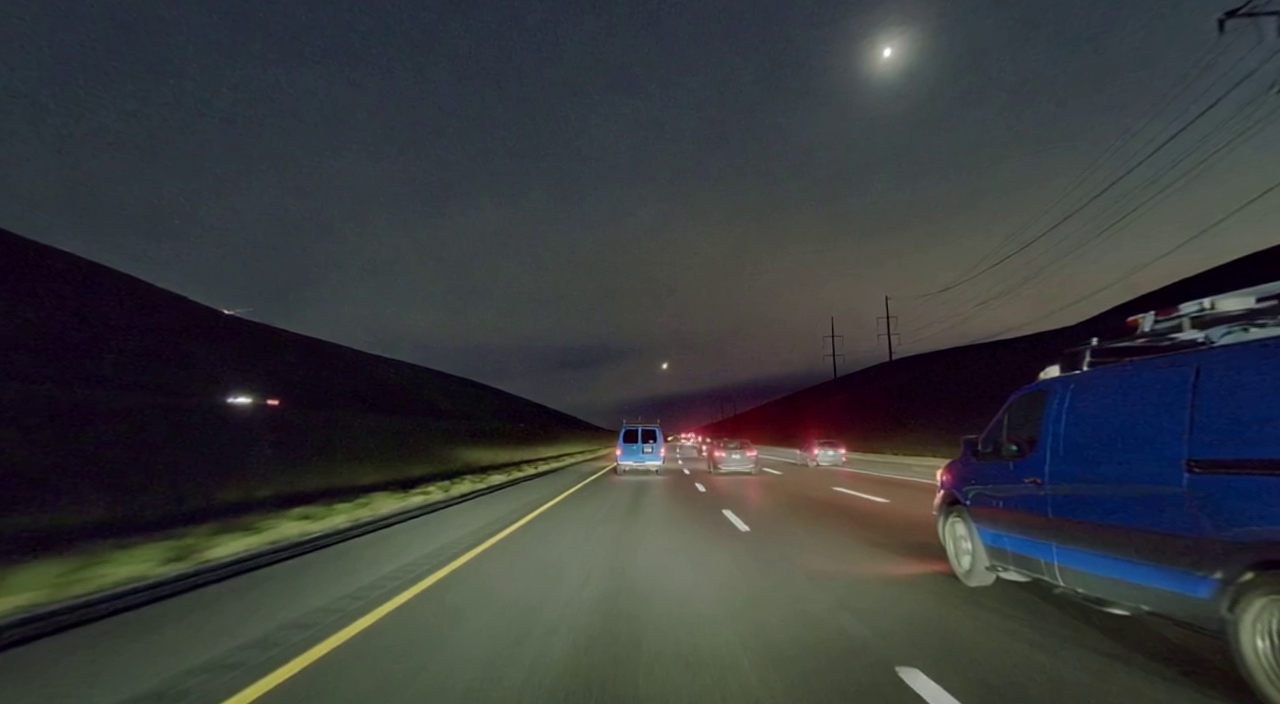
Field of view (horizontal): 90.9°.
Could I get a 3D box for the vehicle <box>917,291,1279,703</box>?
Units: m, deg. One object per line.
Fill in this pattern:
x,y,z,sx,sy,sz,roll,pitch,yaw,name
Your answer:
3.847,0.757,2.699,2.691,1.901,5.744,0,-8,0,vehicle

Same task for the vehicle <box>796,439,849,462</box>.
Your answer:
12.105,6.562,42.157,2.087,1.406,4.875,0,-8,0,vehicle

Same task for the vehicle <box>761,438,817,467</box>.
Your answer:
8.144,5.514,34.942,2.075,1.493,4.305,0,-7,0,vehicle

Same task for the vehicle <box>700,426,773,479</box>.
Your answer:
3.617,3.881,24.540,2.139,1.821,4.480,0,-8,0,vehicle

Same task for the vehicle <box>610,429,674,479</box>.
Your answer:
0.109,3.976,24.845,2.268,1.772,4.523,0,-8,1,vehicle
